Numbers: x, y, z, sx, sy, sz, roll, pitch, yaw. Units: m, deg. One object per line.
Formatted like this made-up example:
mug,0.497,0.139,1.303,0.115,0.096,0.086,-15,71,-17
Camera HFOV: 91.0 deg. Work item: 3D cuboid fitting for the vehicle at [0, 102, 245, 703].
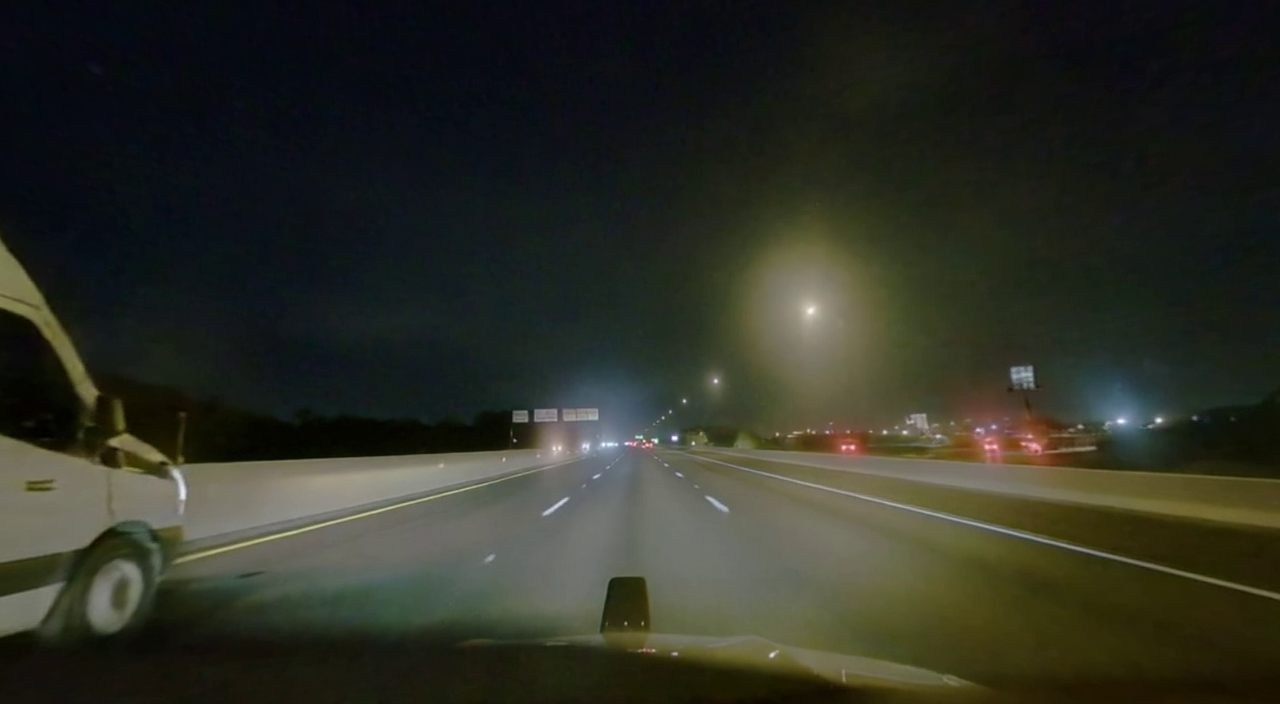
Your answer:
vehicle,-3.841,0.001,0.634,2.443,2.586,6.701,0,-8,0
